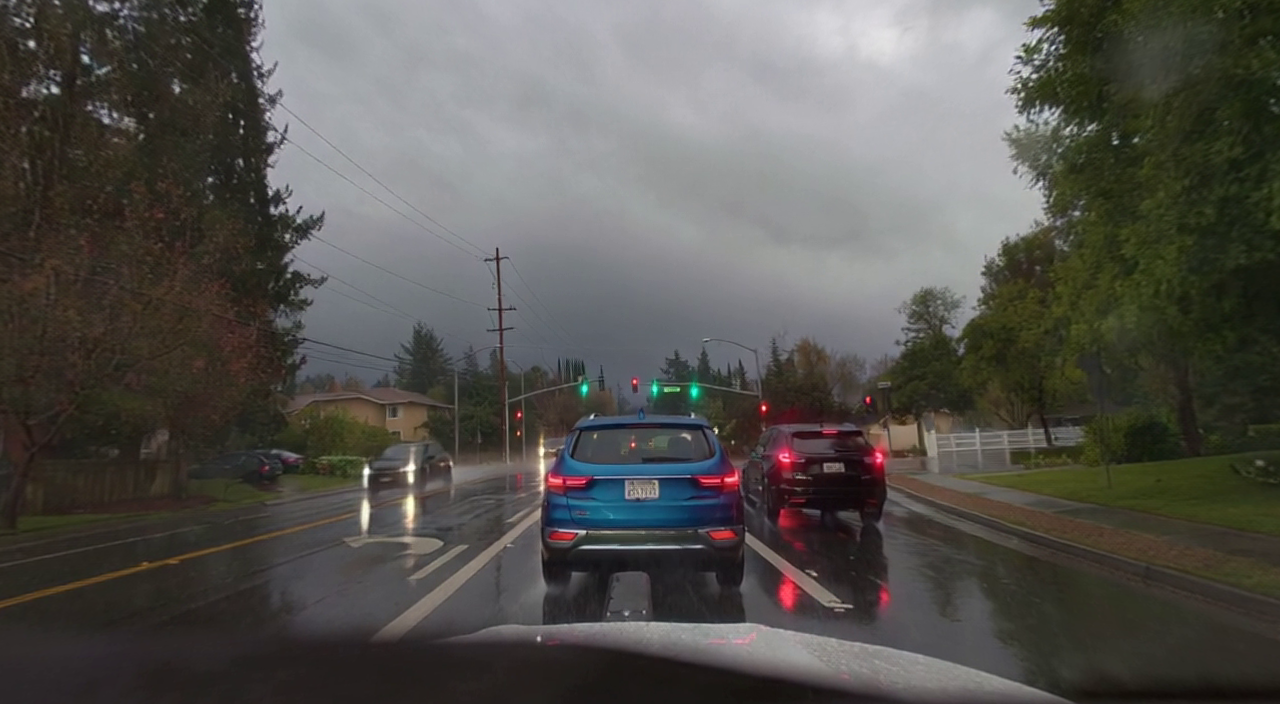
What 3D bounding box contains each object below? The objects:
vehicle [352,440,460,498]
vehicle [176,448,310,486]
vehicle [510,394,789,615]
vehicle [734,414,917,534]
[{"bbox_3d":[-7.477,3.736,20.584,1.985,1.672,3.960,0,-8,0],"label":"vehicle"},{"bbox_3d":[-16.116,4.653,25.730,4.245,1.446,1.827,0,-8,1],"label":"vehicle"},{"bbox_3d":[0.058,1.479,7.012,2.151,1.695,4.100,0,-8,0],"label":"vehicle"},{"bbox_3d":[3.076,2.118,11.527,1.967,1.756,4.281,0,-8,-1],"label":"vehicle"}]
